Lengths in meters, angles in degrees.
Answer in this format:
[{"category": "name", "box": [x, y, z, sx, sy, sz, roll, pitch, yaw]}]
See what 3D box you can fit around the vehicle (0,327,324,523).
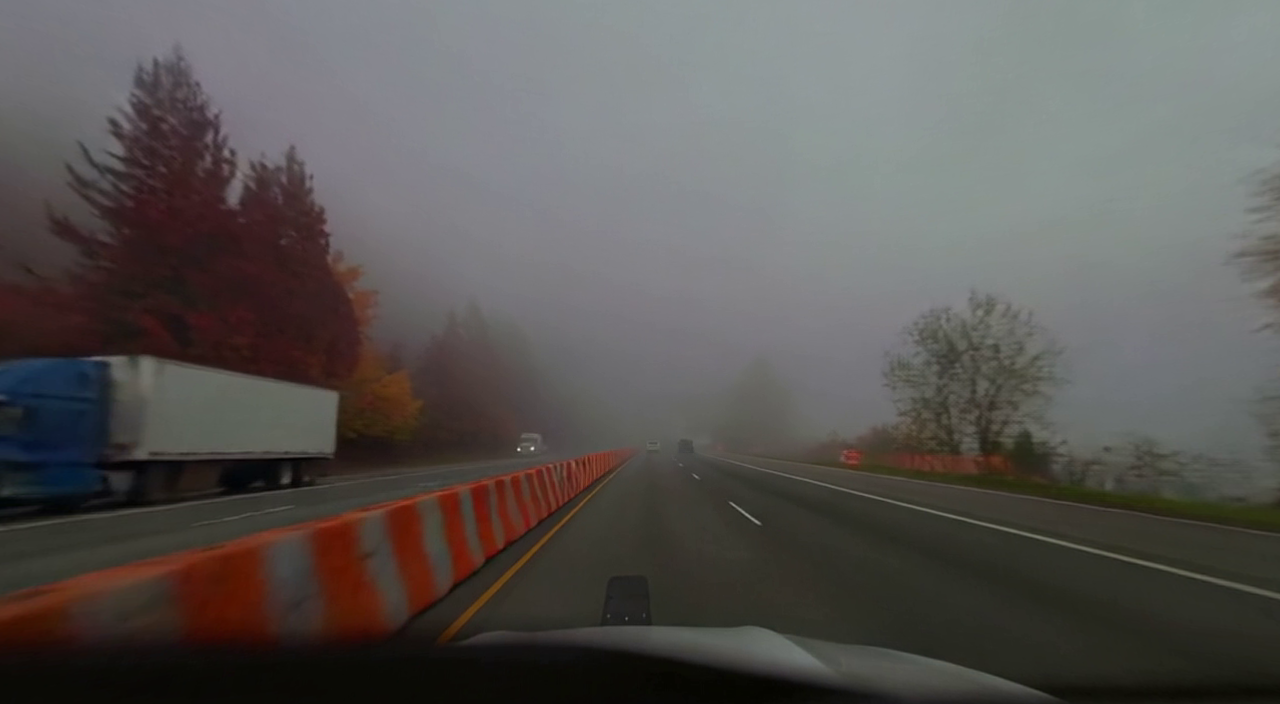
[{"category": "vehicle", "box": [-14.913, 2.425, 19.262, 3.100, 4.065, 13.948, 0, -8, 1]}]
